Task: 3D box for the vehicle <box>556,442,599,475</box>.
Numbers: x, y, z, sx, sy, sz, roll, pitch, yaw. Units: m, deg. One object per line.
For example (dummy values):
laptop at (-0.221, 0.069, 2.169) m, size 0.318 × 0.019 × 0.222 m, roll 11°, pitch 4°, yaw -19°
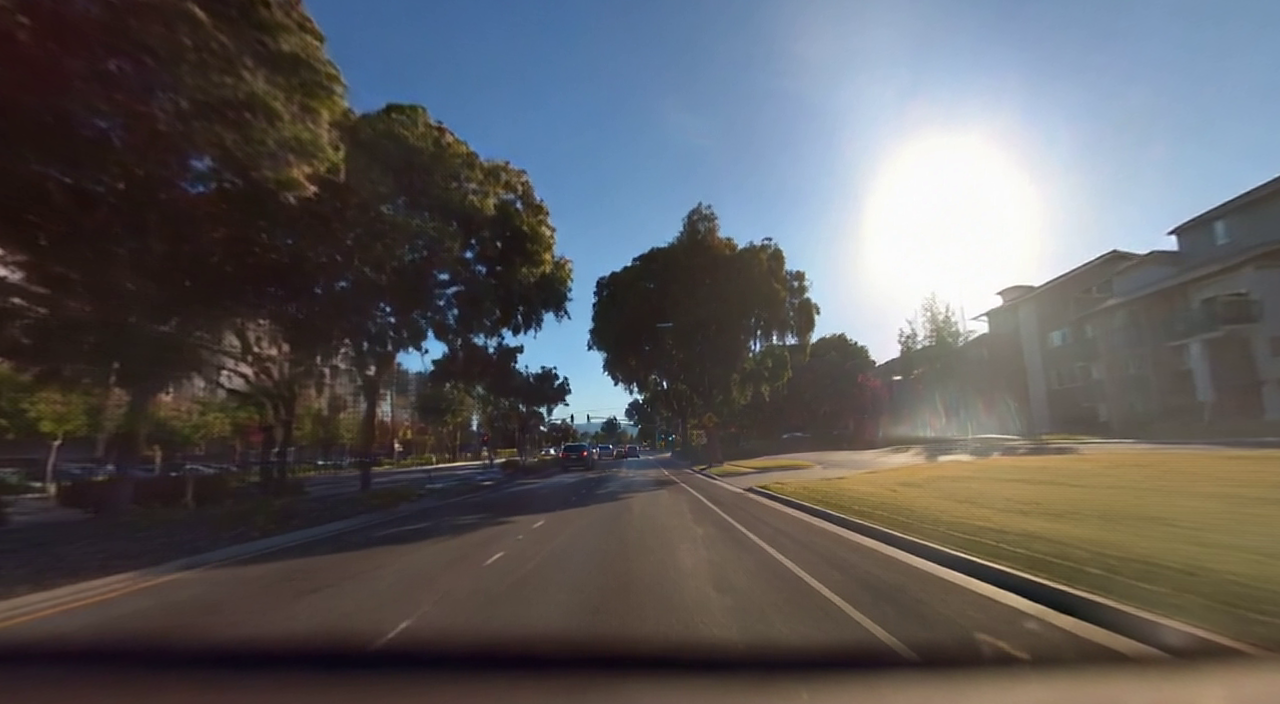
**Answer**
vehicle at (-3.508, 6.042, 36.023) m, size 1.959 × 1.741 × 4.141 m, roll 0°, pitch -8°, yaw 1°
